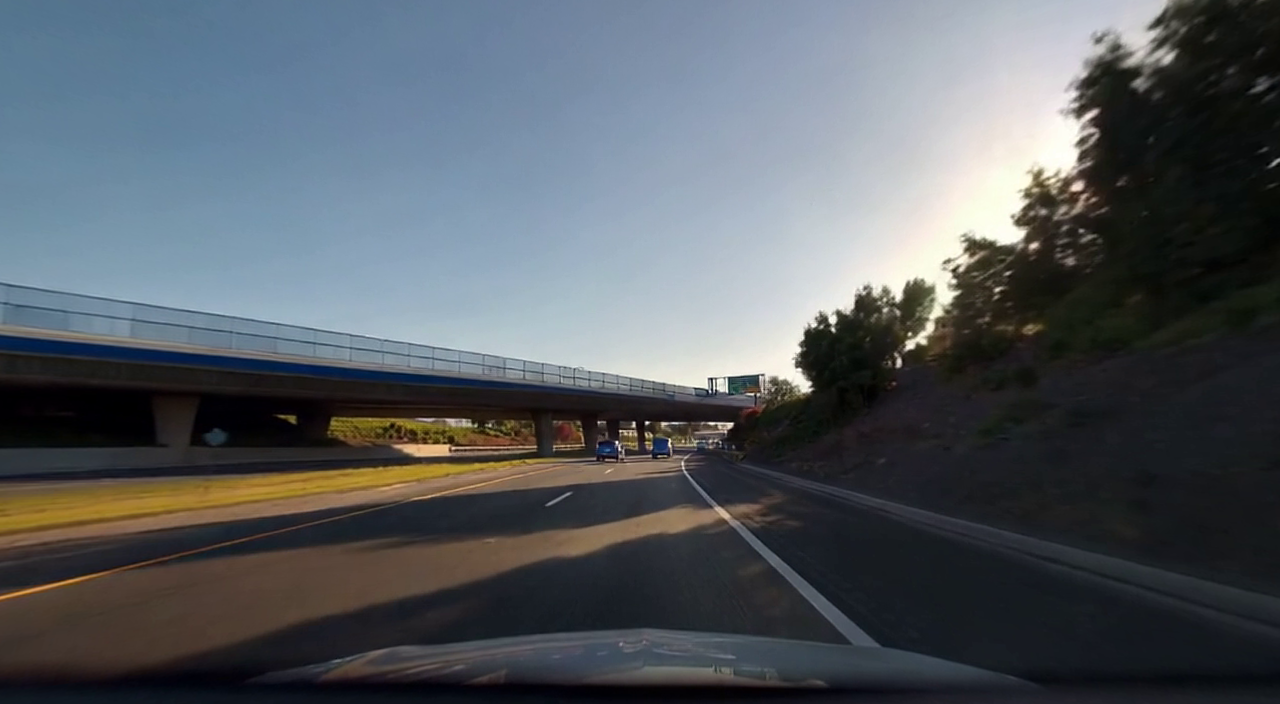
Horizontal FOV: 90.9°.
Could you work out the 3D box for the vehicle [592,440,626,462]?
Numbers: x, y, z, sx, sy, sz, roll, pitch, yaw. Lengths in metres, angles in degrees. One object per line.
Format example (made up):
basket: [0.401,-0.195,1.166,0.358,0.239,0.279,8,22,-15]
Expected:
vehicle: [-2.227,7.352,46.836,2.040,1.553,4.199,-1,-8,4]
